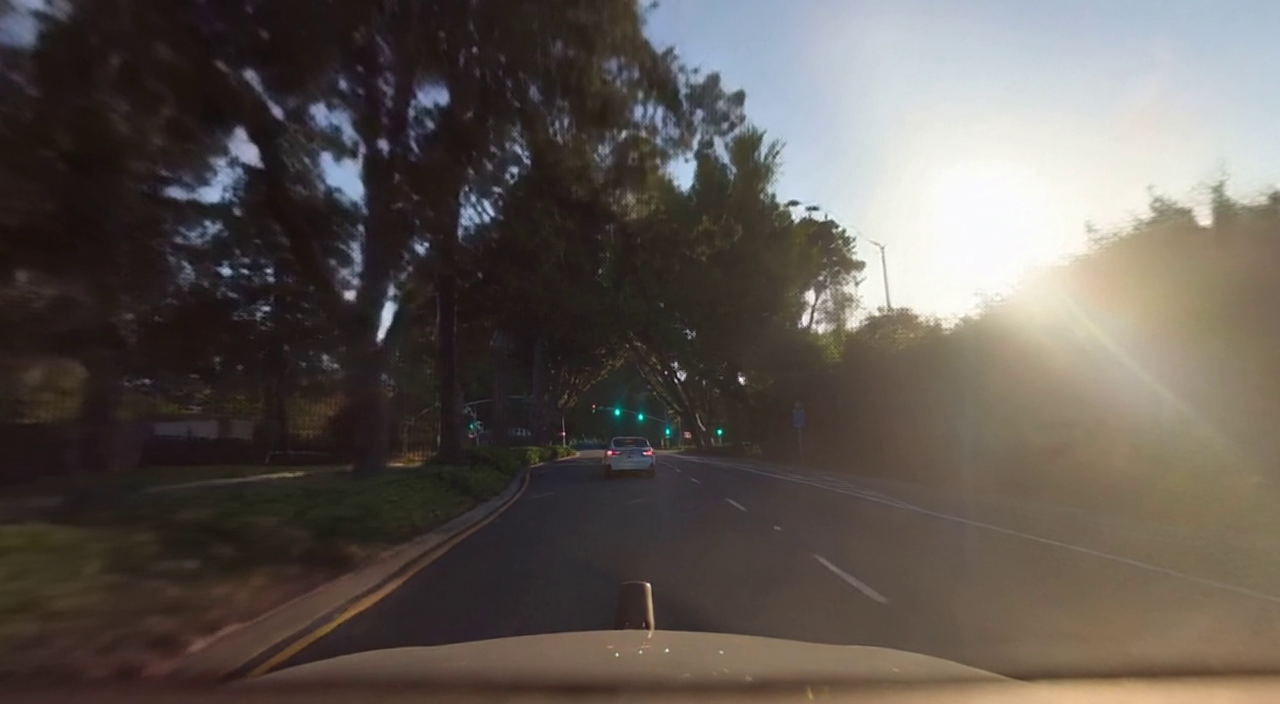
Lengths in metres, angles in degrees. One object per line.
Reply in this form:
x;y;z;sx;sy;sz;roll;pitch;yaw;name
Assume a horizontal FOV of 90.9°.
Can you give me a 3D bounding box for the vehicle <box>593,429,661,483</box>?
-0.456;3.704;22.652;2.192;1.734;4.176;0;-8;-1;vehicle
